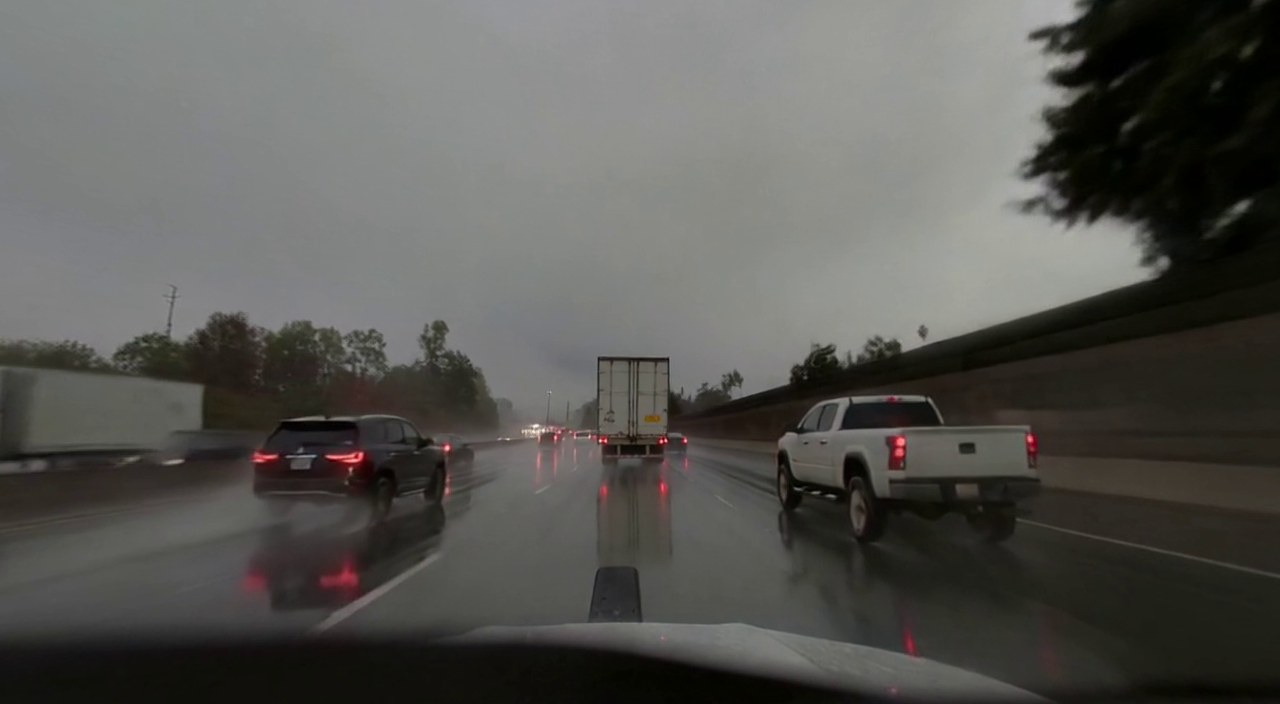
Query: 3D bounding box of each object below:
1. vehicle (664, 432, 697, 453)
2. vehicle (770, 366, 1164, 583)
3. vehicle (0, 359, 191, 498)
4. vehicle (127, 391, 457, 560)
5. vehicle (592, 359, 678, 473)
[{"bbox_3d":[3.121,7.121,49.616,2.044,1.508,4.716,0,-8,-3],"label":"vehicle"},{"bbox_3d":[3.310,1.363,7.871,2.118,1.832,4.901,0,-8,-3],"label":"vehicle"},{"bbox_3d":[-19.992,2.584,20.903,2.974,3.945,9.859,0,-8,-1],"label":"vehicle"},{"bbox_3d":[-4.282,1.585,8.825,2.134,1.752,4.375,0,-8,-1],"label":"vehicle"},{"bbox_3d":[-0.503,2.881,26.790,2.904,3.915,10.473,0,-8,-4],"label":"vehicle"}]
